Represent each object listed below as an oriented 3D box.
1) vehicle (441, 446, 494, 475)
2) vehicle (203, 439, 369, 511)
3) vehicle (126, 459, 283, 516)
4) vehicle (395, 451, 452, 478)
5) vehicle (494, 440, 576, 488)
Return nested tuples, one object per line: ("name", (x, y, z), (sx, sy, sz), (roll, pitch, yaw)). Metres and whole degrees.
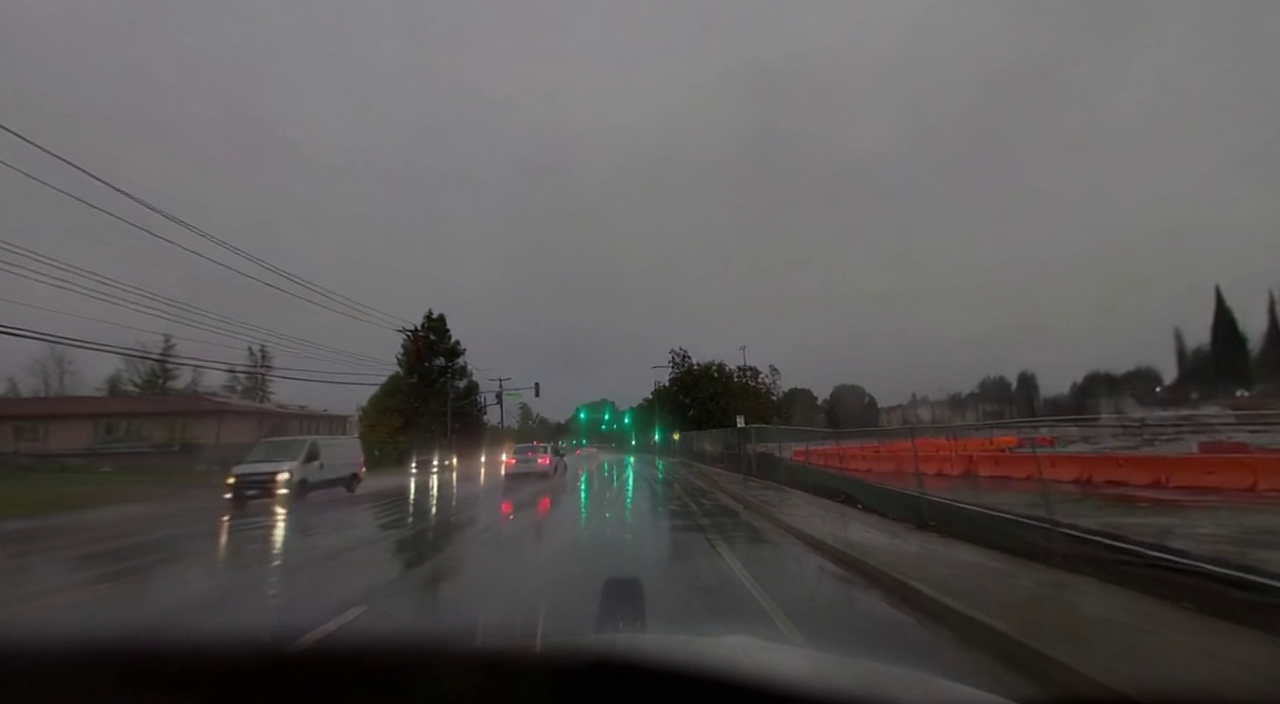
("vehicle", (-10.731, 6.752, 39.456), (2.022, 1.717, 4.376), (0, -9, 1))
("vehicle", (-10.222, 3.566, 18.763), (2.137, 1.828, 4.754), (0, -9, 0))
("vehicle", (-13.964, 4.329, 20.584), (1.943, 1.506, 4.471), (1, -9, -1))
("vehicle", (-14.003, 7.289, 41.031), (2.034, 1.631, 4.845), (1, -9, -1))
("vehicle", (-3.575, 3.921, 22.372), (2.020, 1.489, 4.469), (0, -9, 2))
